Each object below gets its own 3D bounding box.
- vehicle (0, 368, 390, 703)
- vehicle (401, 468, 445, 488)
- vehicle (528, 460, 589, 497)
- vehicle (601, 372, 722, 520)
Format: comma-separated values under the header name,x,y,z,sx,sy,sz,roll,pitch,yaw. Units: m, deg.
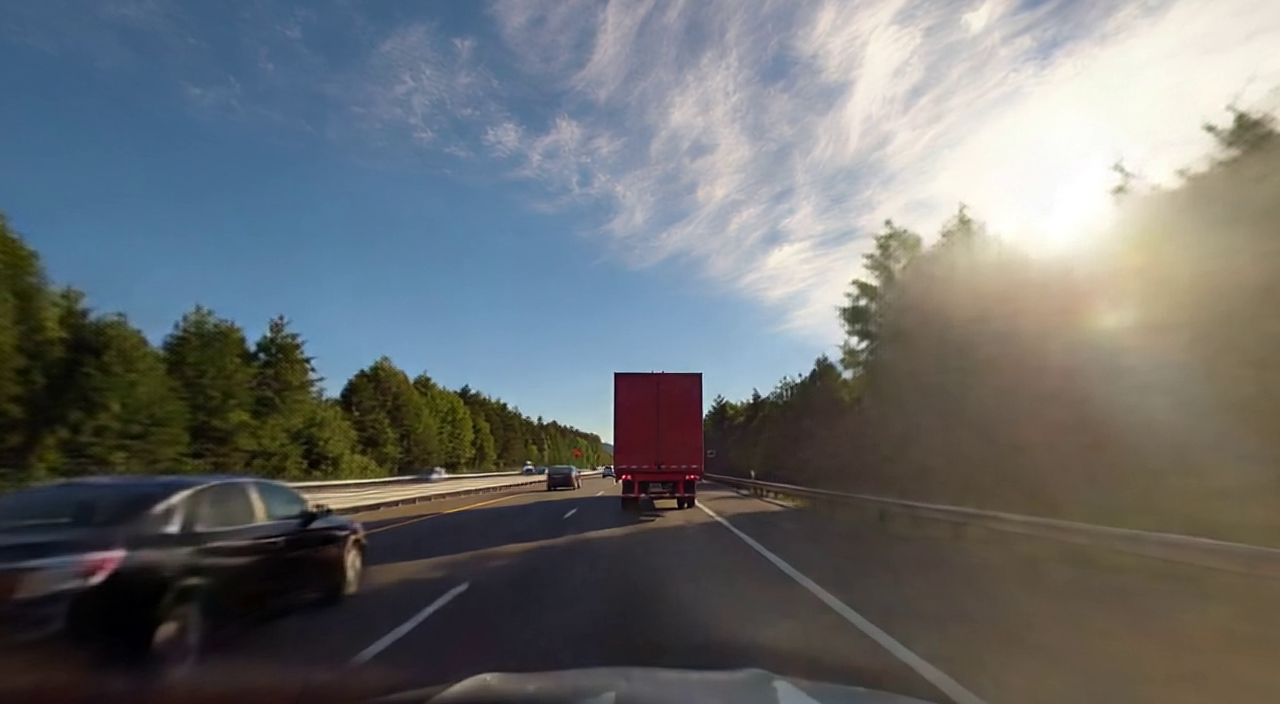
name,x,y,z,sx,sy,sz,roll,pitch,yaw
vehicle,-3.787,1.246,4.498,2.076,1.691,4.555,1,-10,0
vehicle,-16.305,9.518,47.584,1.737,1.393,4.108,0,-10,1
vehicle,-3.597,5.722,28.769,2.079,1.506,4.821,0,-10,1
vehicle,0.571,3.212,20.676,3.008,3.678,9.512,1,-10,0
